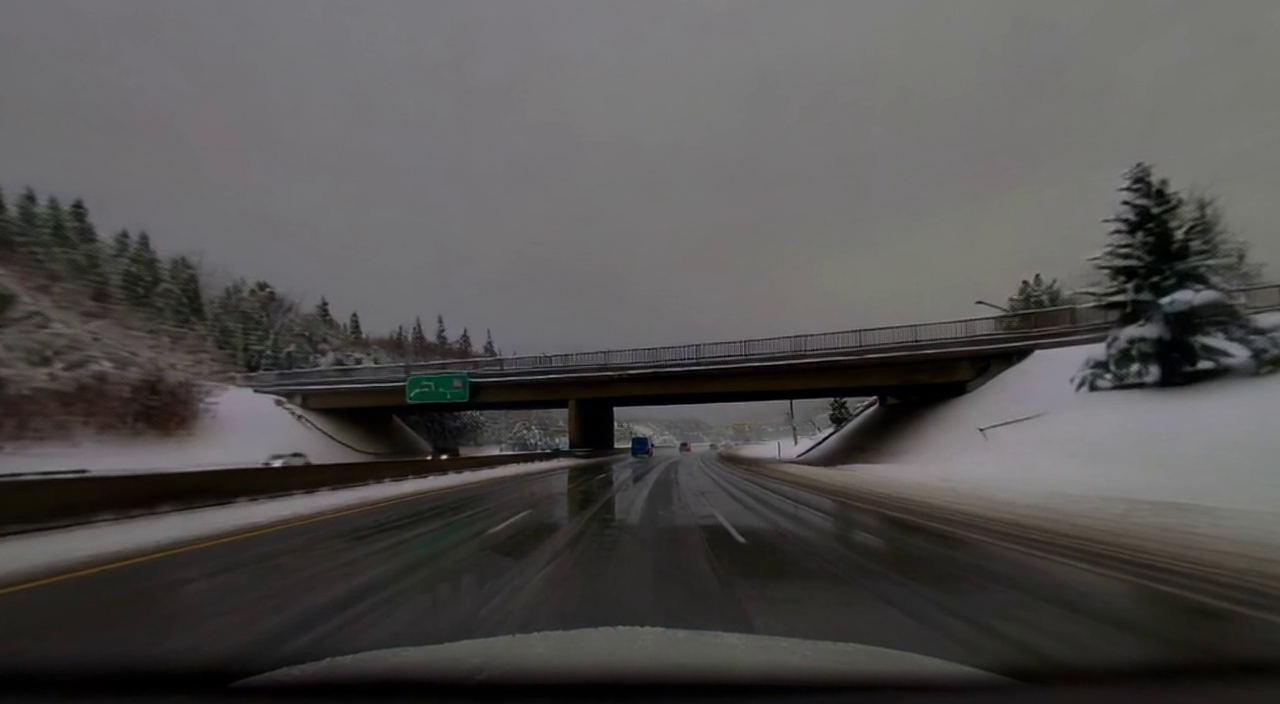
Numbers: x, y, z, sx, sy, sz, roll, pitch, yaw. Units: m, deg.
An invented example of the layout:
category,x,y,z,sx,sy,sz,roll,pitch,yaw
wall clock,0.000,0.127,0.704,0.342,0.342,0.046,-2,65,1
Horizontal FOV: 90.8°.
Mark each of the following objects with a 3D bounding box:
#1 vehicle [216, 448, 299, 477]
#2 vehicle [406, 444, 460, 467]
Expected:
category,x,y,z,sx,sy,sz,roll,pitch,yaw
vehicle,-23.361,6.735,38.849,1.914,1.600,4.603,-1,-8,5
vehicle,-15.258,7.636,46.890,2.086,1.630,4.882,-1,-8,4
